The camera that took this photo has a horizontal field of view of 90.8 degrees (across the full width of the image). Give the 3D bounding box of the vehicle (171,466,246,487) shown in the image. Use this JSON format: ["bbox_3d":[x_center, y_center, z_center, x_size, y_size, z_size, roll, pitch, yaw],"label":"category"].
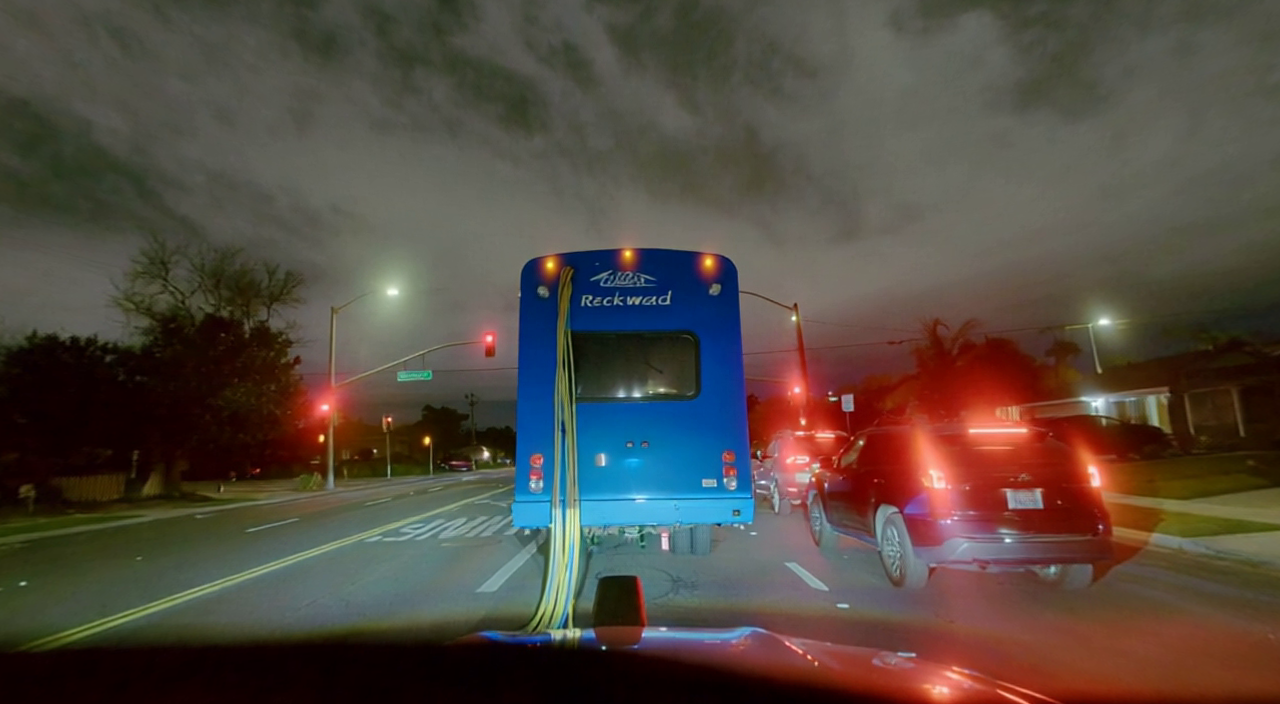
[{"bbox_3d":[-32.694,9.403,47.950,4.311,1.458,1.707,0,-9,-3],"label":"vehicle"}]

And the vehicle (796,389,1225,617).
[{"bbox_3d":[3.409,1.492,7.137,2.104,1.735,4.408,0,-9,0],"label":"vehicle"}]

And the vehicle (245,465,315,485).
[{"bbox_3d":[-27.414,9.352,48.141,4.187,1.445,1.809,0,-9,0],"label":"vehicle"}]

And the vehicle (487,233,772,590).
[{"bbox_3d":[-0.106,1.123,10.307,2.709,3.511,8.213,0,-9,0],"label":"vehicle"}]
